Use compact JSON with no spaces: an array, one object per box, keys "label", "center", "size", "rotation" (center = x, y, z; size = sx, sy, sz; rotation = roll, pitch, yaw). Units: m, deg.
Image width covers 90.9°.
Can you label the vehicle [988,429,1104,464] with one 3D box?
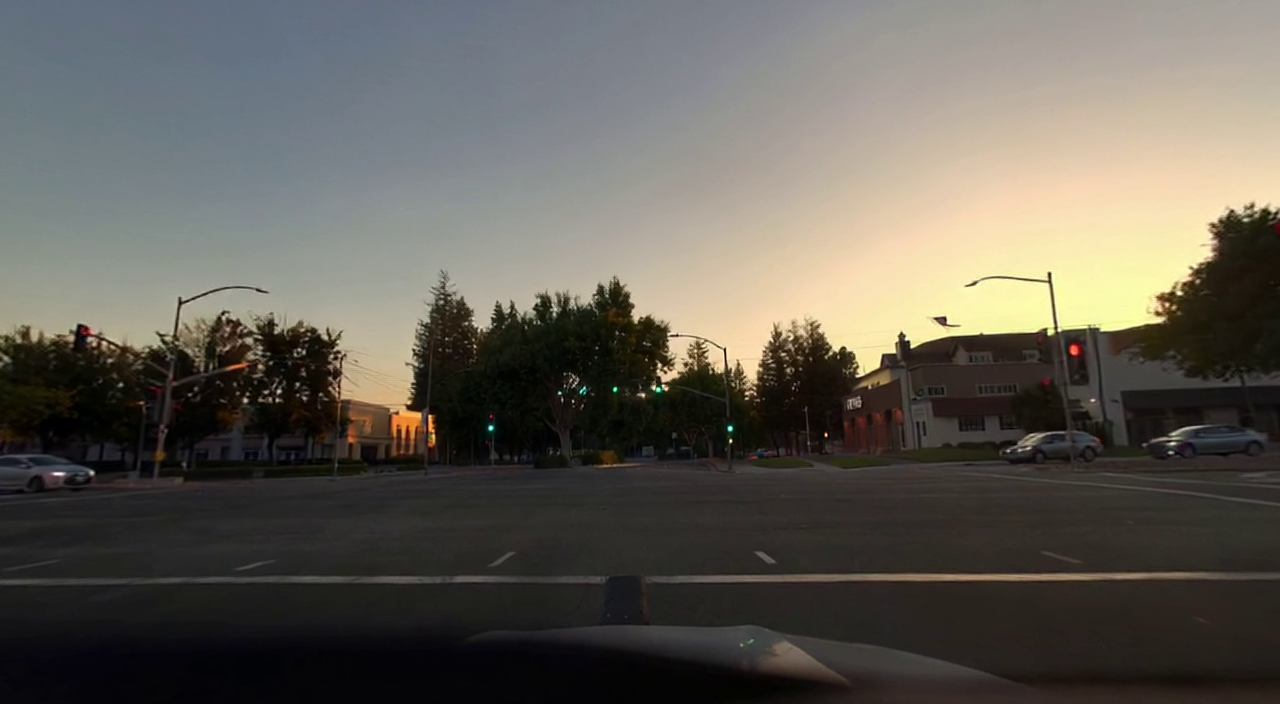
[{"label":"vehicle","center":[20.441,4.765,31.866],"size":[4.483,1.691,1.949],"rotation":[0,-8,1]}]

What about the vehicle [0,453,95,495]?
[{"label":"vehicle","center":[-25.231,4.928,25.668],"size":[4.332,1.573,1.900],"rotation":[0,-8,3]}]

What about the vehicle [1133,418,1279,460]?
[{"label":"vehicle","center":[22.895,3.518,25.421],"size":[4.288,1.600,1.927],"rotation":[0,-8,1]}]
